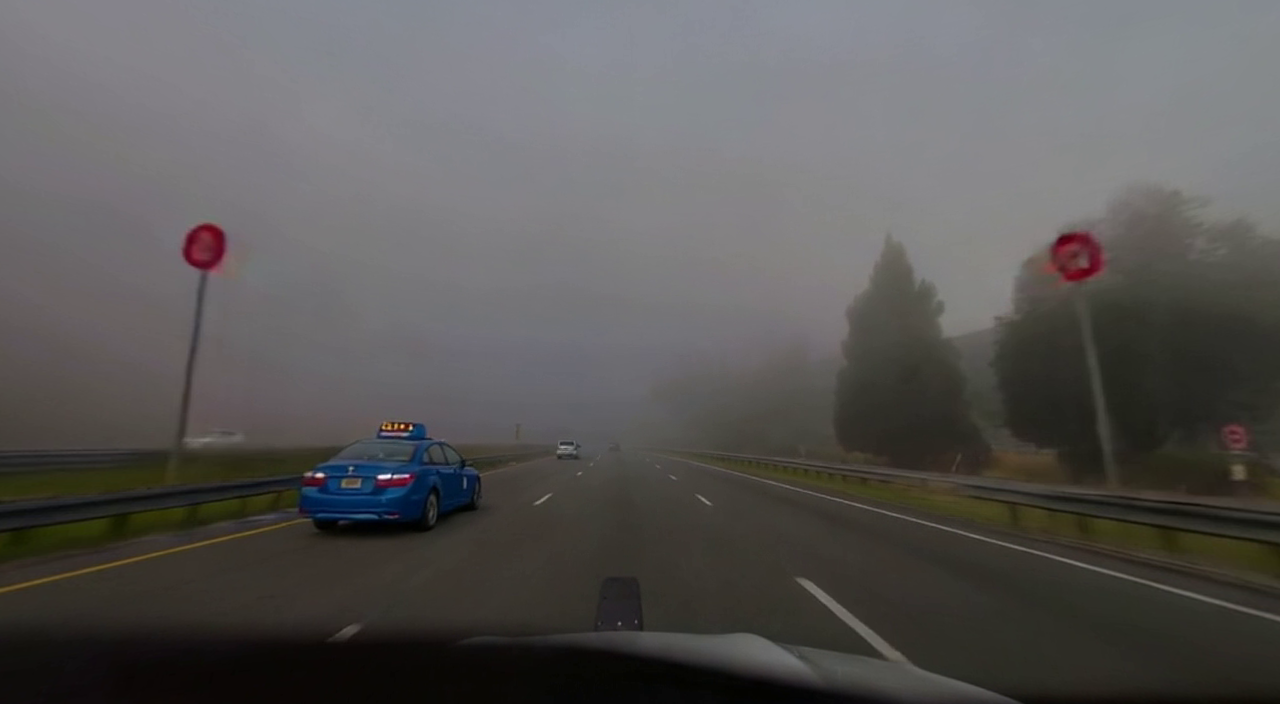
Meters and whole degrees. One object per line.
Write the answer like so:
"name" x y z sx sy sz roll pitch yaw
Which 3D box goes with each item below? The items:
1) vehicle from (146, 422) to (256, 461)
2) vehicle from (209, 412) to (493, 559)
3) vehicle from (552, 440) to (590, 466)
"vehicle" -20.062 4.119 29.098 1.885 1.602 4.497 0 -8 -1
"vehicle" -3.752 1.802 9.376 2.047 1.612 4.631 0 -8 0
"vehicle" -3.992 5.892 36.942 1.874 1.369 3.875 0 -8 -1
